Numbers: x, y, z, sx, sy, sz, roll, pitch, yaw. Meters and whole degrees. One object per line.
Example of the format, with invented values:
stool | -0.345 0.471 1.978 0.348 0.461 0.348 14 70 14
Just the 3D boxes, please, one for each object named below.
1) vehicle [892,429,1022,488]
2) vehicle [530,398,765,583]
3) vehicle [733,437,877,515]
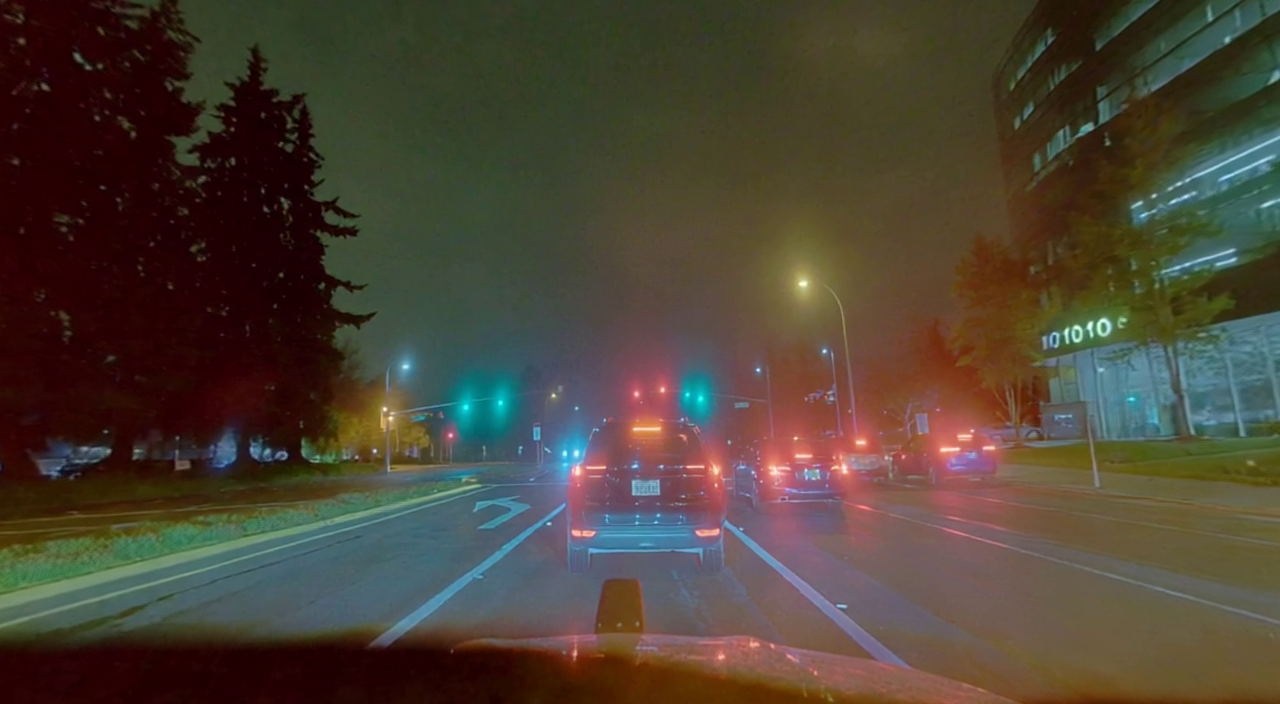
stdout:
vehicle | 10.861 3.694 22.123 2.123 1.812 4.553 0 -9 -1
vehicle | 0.061 1.653 8.254 2.266 1.762 4.131 0 -9 0
vehicle | 3.491 2.713 14.358 1.997 1.471 4.321 0 -9 -2
